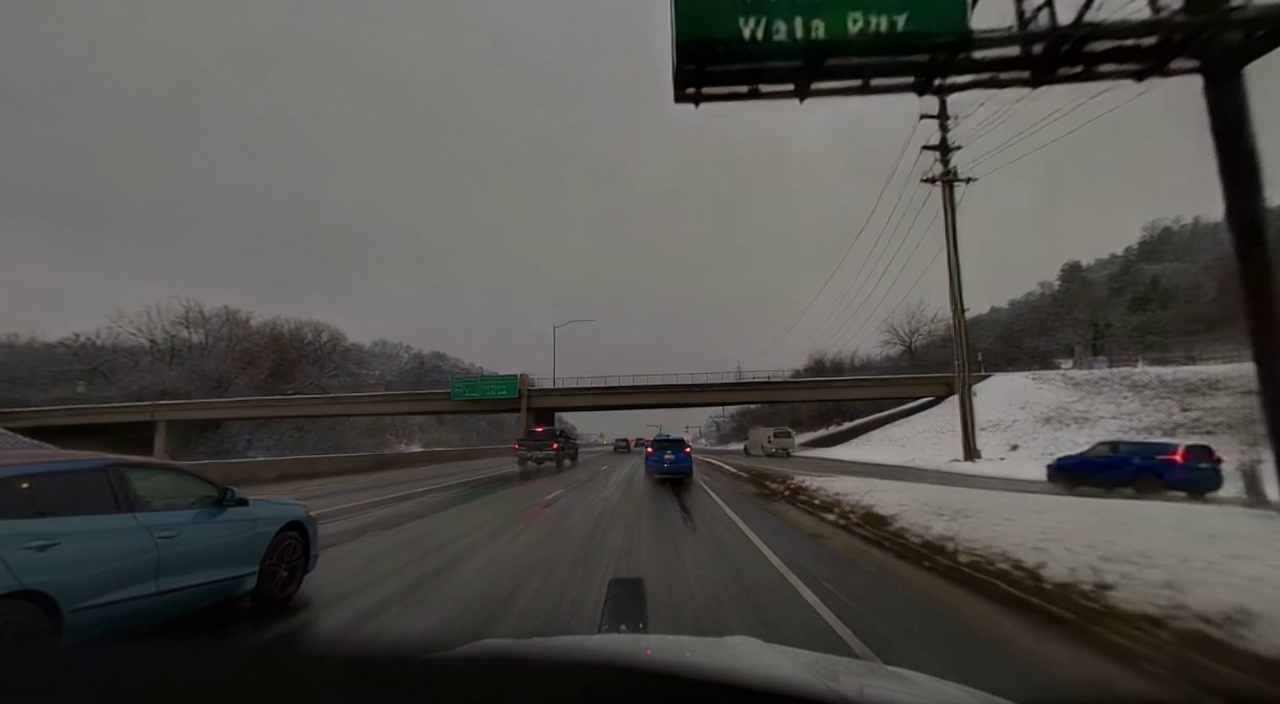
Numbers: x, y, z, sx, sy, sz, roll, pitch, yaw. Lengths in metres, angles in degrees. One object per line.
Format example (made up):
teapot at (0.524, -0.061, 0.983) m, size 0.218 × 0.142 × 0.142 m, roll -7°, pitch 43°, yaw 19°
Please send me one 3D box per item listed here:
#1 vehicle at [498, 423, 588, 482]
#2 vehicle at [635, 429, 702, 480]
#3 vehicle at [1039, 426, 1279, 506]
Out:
vehicle at (-3.278, 3.538, 22.412) m, size 2.228 × 1.845 × 4.847 m, roll -1°, pitch -8°, yaw 2°
vehicle at (0.932, 3.677, 22.797) m, size 2.193 × 1.651 × 3.946 m, roll 0°, pitch -8°, yaw 0°
vehicle at (14.545, 3.188, 18.120) m, size 2.059 × 1.938 × 4.793 m, roll 3°, pitch -9°, yaw -20°
